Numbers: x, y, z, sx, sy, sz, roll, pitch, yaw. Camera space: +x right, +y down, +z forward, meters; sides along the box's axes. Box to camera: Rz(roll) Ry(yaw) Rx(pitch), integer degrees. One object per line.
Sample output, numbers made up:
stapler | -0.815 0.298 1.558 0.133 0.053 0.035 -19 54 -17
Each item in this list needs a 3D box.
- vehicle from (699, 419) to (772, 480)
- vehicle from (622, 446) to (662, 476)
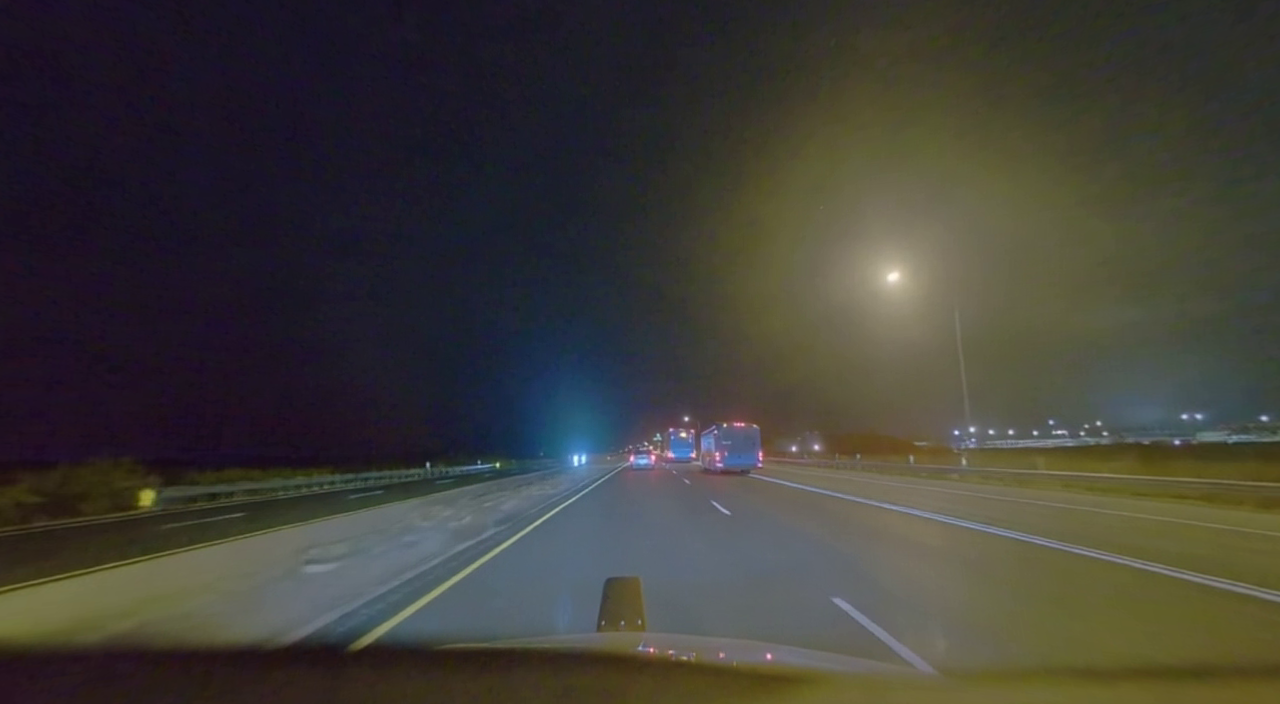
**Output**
vehicle | 4.365 4.644 29.951 2.440 2.555 5.957 0 -9 0
vehicle | 0.070 5.717 33.192 2.004 1.449 3.817 0 -9 -1
